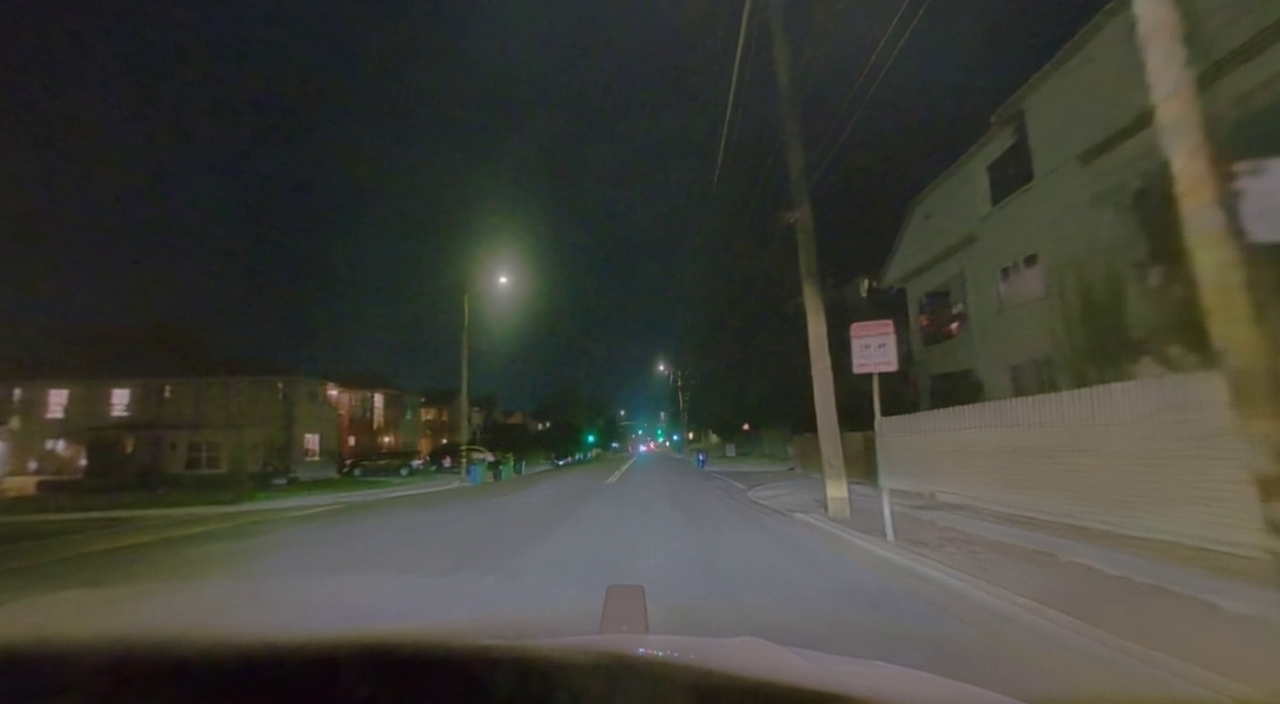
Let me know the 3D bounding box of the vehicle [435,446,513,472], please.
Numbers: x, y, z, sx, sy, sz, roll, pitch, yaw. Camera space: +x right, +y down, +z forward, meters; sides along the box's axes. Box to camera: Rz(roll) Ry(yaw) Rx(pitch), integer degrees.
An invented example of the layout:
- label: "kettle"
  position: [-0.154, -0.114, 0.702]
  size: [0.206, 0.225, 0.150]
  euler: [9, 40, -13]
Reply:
- label: "vehicle"
  position: [-10.113, 6.466, 38.404]
  size: [4.293, 1.484, 1.981]
  euler: [3, -9, -22]
